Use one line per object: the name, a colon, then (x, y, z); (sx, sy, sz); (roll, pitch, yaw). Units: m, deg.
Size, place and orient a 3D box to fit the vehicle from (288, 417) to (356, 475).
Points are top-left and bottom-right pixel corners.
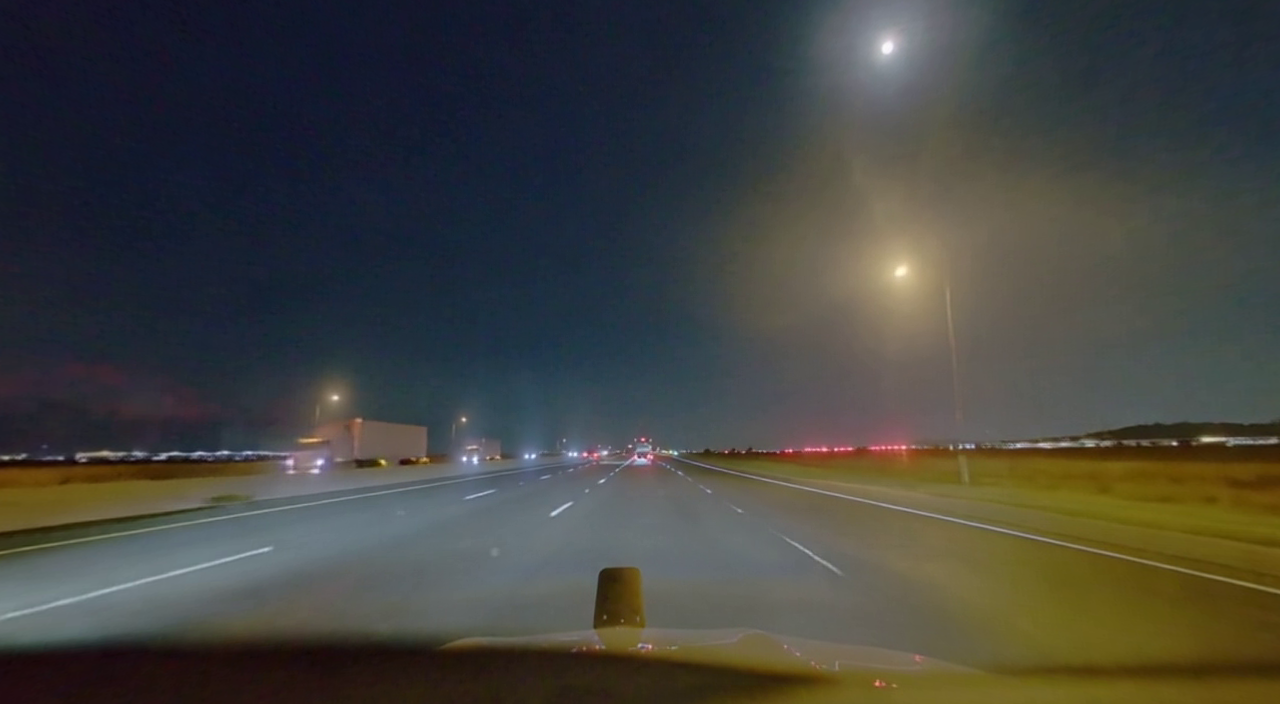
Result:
vehicle: (-22.701, 6.759, 45.210); (3.257, 3.998, 2.595); (0, -9, 0)
